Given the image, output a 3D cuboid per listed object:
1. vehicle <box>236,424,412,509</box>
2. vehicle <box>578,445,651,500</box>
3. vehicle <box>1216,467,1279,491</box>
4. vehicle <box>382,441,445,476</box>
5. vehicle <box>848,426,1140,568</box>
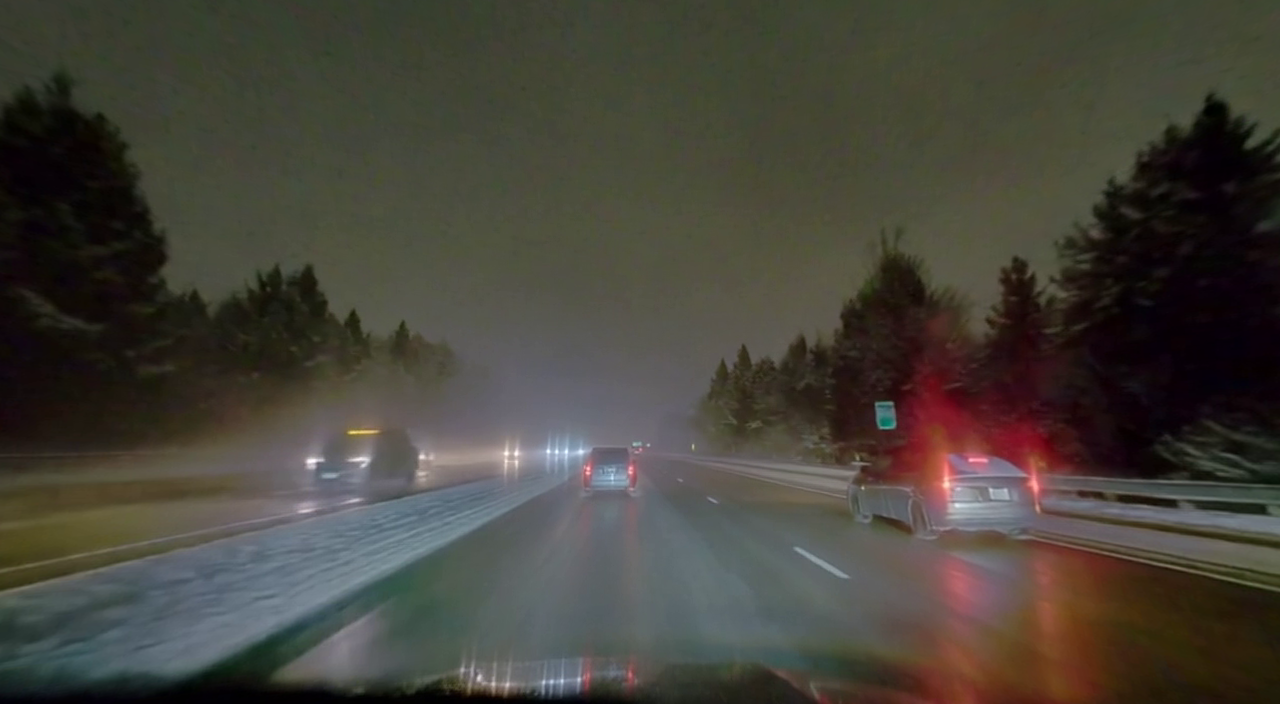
[{"bbox_3d":[-8.243,3.040,17.085,2.126,1.921,5.104,0,-9,0],"label":"vehicle"},{"bbox_3d":[-0.744,3.646,19.364,2.013,1.479,4.169,0,-9,-1],"label":"vehicle"},{"bbox_3d":[43.118,8.864,43.943,1.775,1.512,3.972,-1,-9,4],"label":"vehicle"},{"bbox_3d":[-12.719,5.998,35.541,2.045,1.807,4.241,0,-9,-1],"label":"vehicle"},{"bbox_3d":[4.571,1.902,8.901,1.910,1.554,3.718,0,-9,-1],"label":"vehicle"}]
